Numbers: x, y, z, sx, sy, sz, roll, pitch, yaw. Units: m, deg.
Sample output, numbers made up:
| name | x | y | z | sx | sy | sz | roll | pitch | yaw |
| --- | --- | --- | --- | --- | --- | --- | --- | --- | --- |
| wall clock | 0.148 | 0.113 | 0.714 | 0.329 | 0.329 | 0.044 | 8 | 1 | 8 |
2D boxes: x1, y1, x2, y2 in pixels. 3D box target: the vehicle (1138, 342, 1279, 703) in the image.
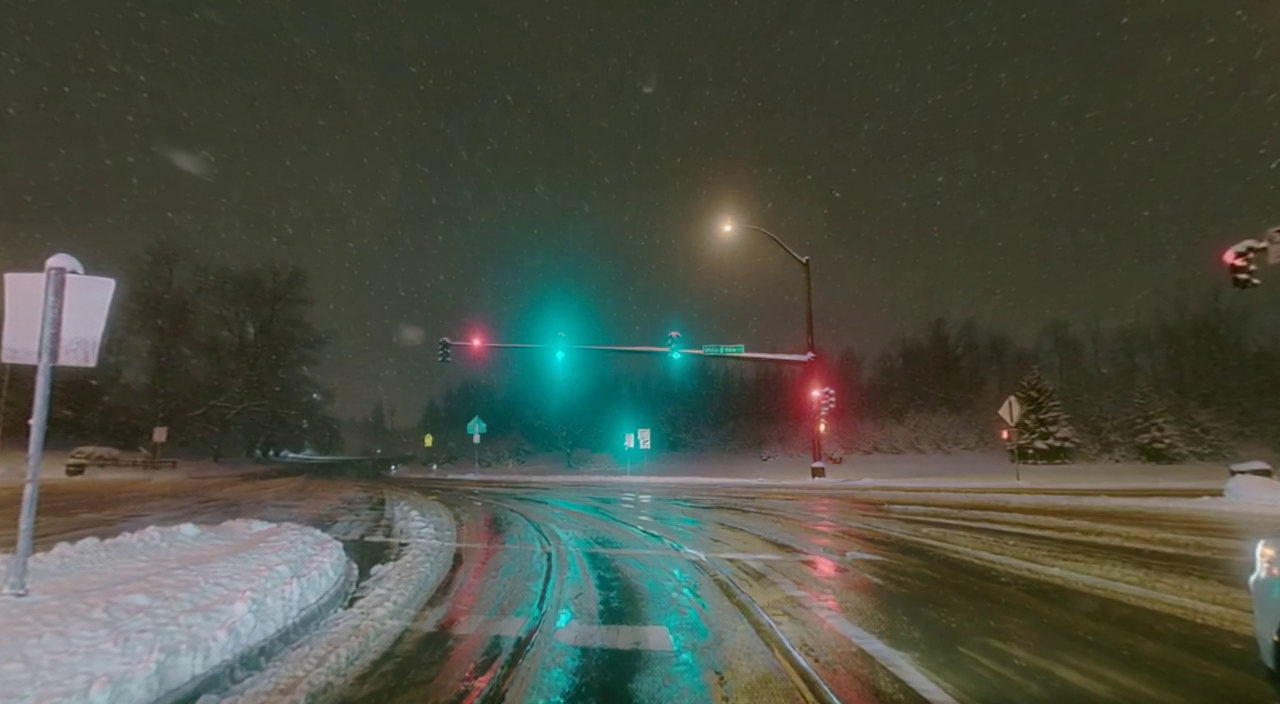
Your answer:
| name | x | y | z | sx | sy | sz | roll | pitch | yaw |
| --- | --- | --- | --- | --- | --- | --- | --- | --- | --- |
| vehicle | 3.055 | 0.557 | 0.496 | 1.938 | 1.648 | 4.211 | -1 | -8 | 2 |
